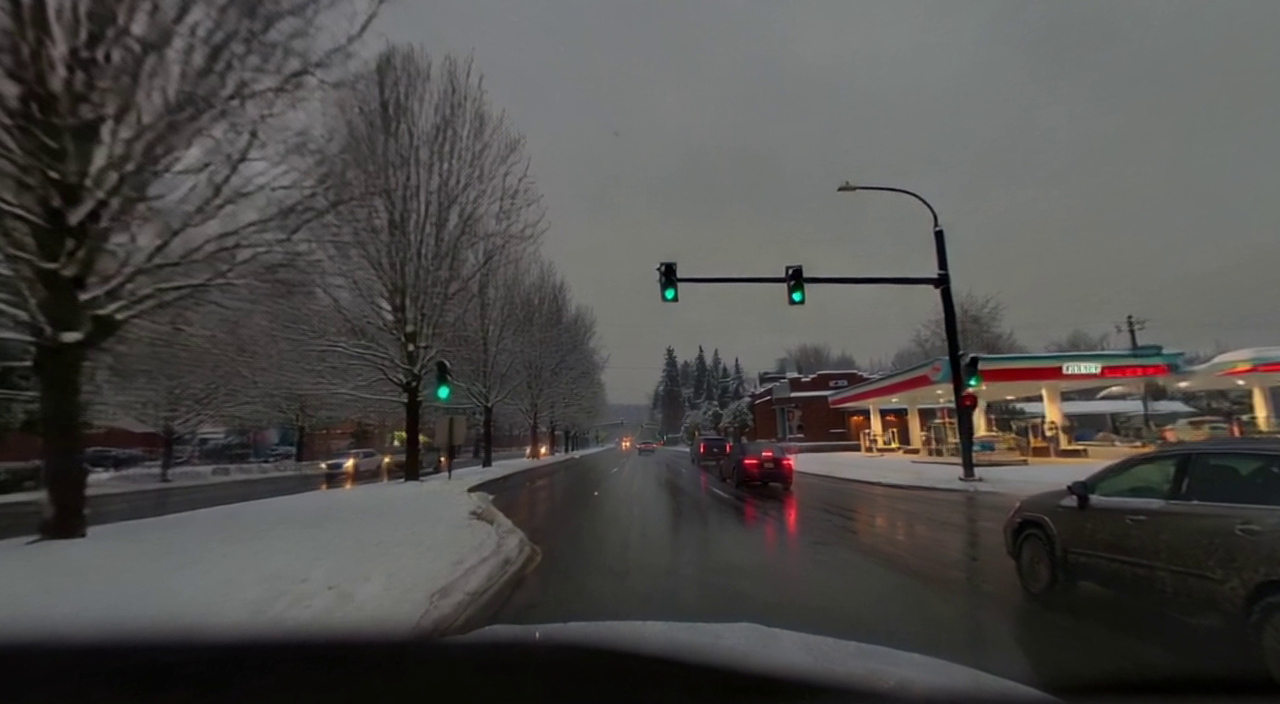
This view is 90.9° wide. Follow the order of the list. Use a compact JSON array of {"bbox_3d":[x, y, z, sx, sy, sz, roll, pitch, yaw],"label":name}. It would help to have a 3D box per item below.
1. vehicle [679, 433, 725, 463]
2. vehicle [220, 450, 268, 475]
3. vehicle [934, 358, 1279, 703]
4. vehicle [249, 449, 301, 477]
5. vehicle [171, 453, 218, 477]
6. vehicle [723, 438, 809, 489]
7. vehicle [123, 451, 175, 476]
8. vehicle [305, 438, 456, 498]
[{"bbox_3d":[4.193,6.668,43.860,2.611,1.983,5.165,0,-8,-1],"label":"vehicle"},{"bbox_3d":[-31.069,8.623,49.562,2.169,1.834,3.779,2,-9,-16],"label":"vehicle"},{"bbox_3d":[3.829,0.991,3.684,1.875,1.665,4.931,0,-8,1],"label":"vehicle"},{"bbox_3d":[-28.294,8.583,48.998,2.064,2.002,4.835,2,-9,-13],"label":"vehicle"},{"bbox_3d":[-33.895,8.556,48.086,1.803,1.675,3.674,2,-9,-18],"label":"vehicle"},{"bbox_3d":[3.933,3.547,20.390,1.871,1.442,4.122,0,-8,-1],"label":"vehicle"},{"bbox_3d":[-36.011,8.136,46.328,1.755,1.670,3.889,3,-9,-19],"label":"vehicle"},{"bbox_3d":[-8.191,3.667,20.610,2.842,1.476,4.980,-3,-7,0],"label":"vehicle"}]
